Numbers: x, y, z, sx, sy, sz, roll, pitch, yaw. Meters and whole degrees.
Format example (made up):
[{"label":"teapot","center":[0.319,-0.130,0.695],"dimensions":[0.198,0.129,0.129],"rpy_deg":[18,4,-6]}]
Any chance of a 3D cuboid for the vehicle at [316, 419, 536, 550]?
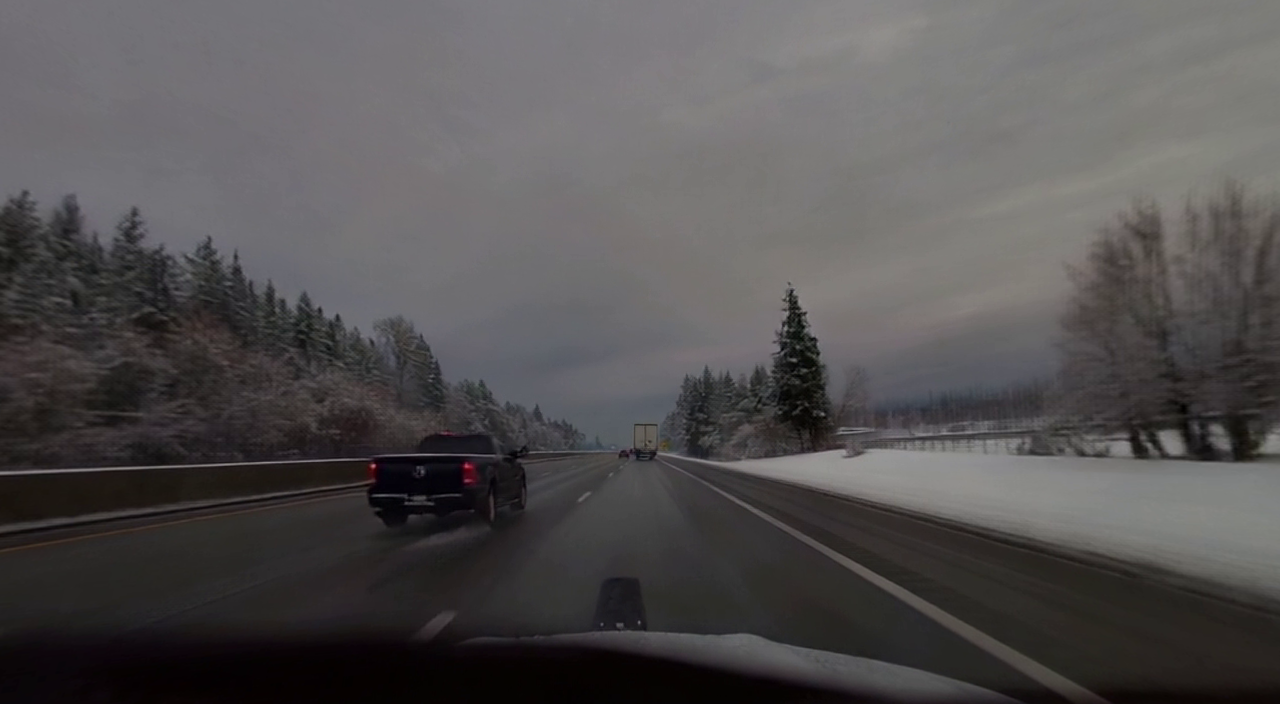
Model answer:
[{"label":"vehicle","center":[-3.180,2.088,10.590],"dimensions":[2.017,1.680,4.636],"rpy_deg":[0,-9,0]}]
